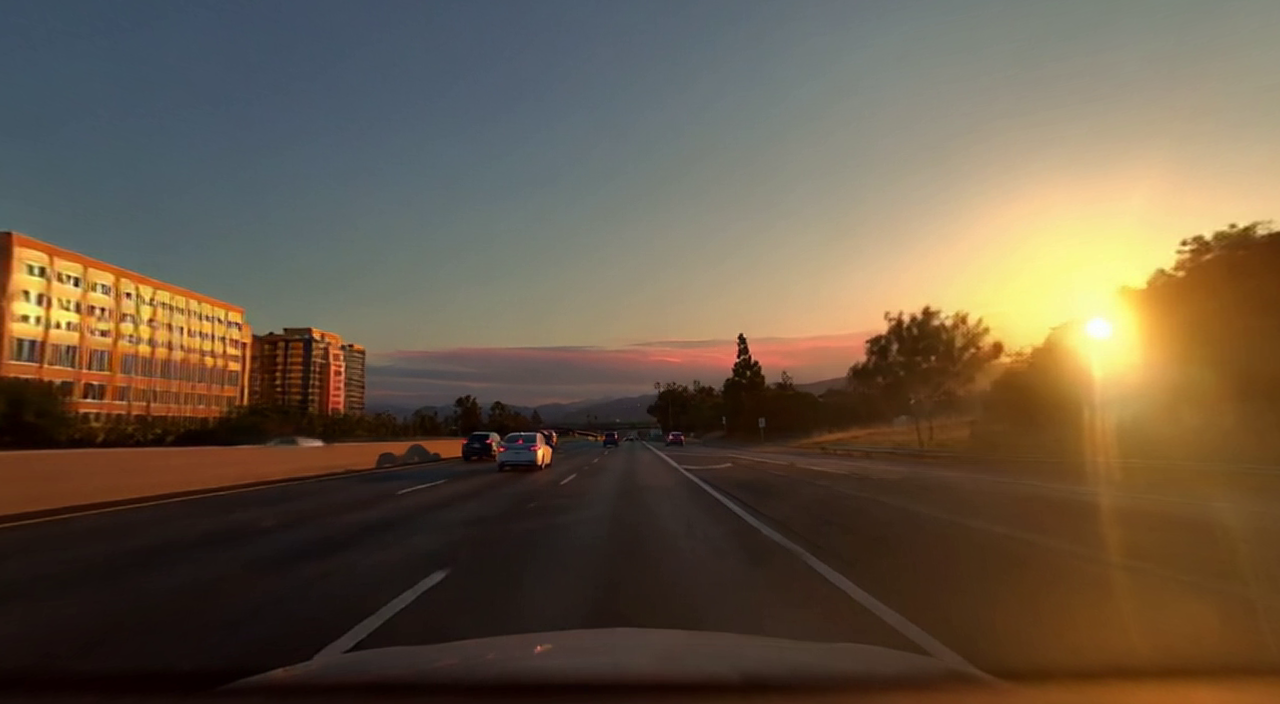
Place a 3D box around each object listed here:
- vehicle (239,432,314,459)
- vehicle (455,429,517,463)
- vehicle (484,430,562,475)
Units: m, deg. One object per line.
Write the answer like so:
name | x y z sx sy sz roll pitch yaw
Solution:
vehicle | -21.345 5.517 37.117 1.987 1.501 4.054 0 -8 0
vehicle | -7.685 4.714 31.804 1.985 1.575 4.453 0 -8 1
vehicle | -4.178 3.664 23.216 1.996 1.490 4.571 0 -8 0
